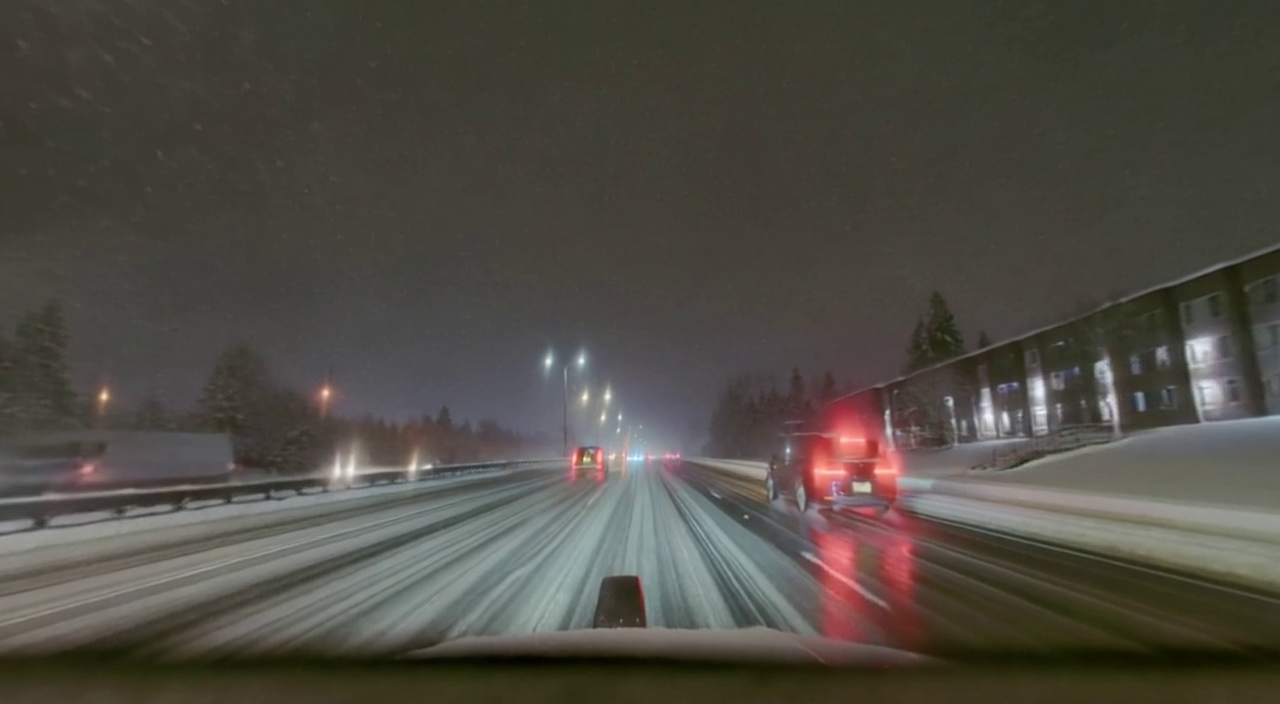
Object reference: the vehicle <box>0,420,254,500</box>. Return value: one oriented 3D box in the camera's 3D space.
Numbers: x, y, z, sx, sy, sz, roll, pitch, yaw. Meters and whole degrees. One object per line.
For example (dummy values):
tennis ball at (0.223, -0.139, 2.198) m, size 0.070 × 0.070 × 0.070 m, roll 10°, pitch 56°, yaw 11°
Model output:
vehicle at (-31.297, 6.718, 39.951) m, size 2.885 × 3.956 × 16.583 m, roll 0°, pitch -9°, yaw 1°

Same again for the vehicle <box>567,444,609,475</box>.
vehicle at (-3.076, 6.449, 38.139) m, size 2.075 × 1.721 × 4.763 m, roll 0°, pitch -9°, yaw 0°

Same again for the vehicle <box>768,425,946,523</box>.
vehicle at (4.389, 2.562, 13.717) m, size 2.170 × 1.733 × 4.631 m, roll 0°, pitch -9°, yaw 0°
